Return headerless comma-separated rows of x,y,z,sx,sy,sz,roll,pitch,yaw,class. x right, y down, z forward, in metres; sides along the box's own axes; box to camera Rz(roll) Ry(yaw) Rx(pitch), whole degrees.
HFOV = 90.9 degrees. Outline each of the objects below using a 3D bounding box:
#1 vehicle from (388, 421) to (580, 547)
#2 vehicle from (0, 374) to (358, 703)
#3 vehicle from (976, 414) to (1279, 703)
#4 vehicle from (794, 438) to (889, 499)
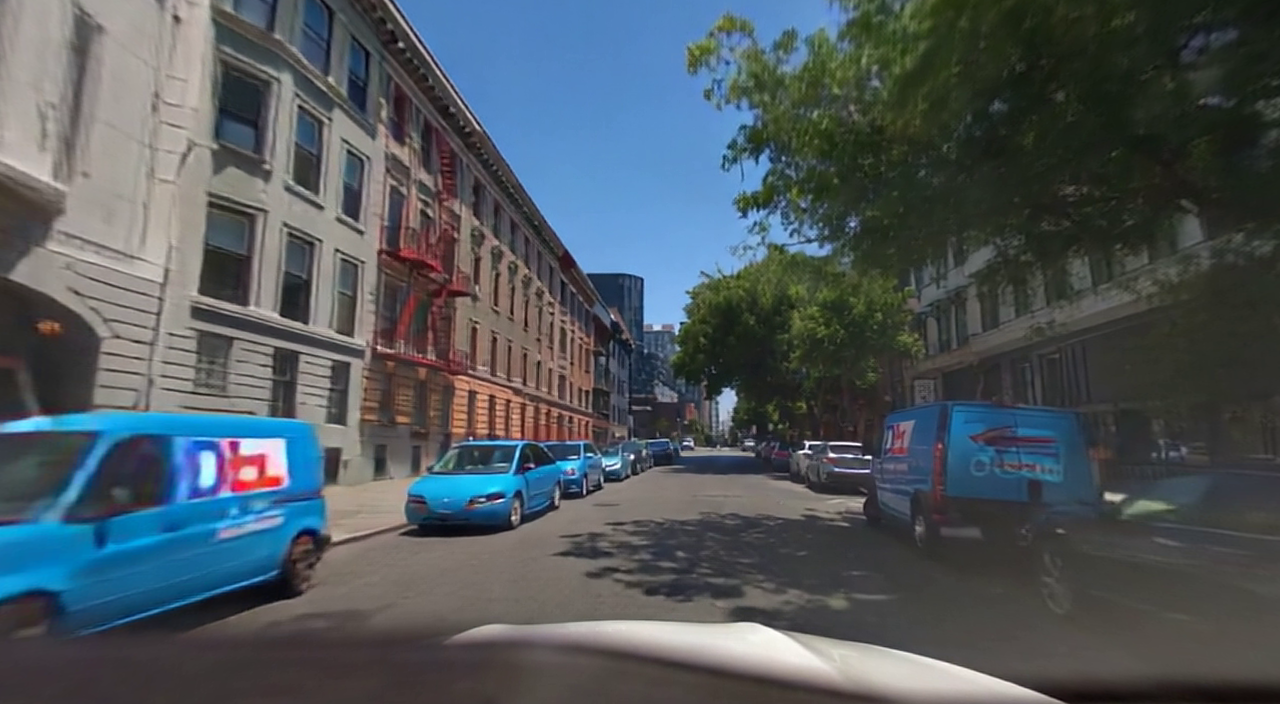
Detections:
-2.362,2.026,10.691,1.867,1.519,3.920,1,-4,6,vehicle
-3.552,1.073,3.988,1.875,1.564,2.982,-2,-8,7,vehicle
3.984,1.164,3.786,1.834,1.508,4.743,-1,-8,7,vehicle
5.694,3.277,18.249,1.896,1.549,3.845,-1,-8,7,vehicle
